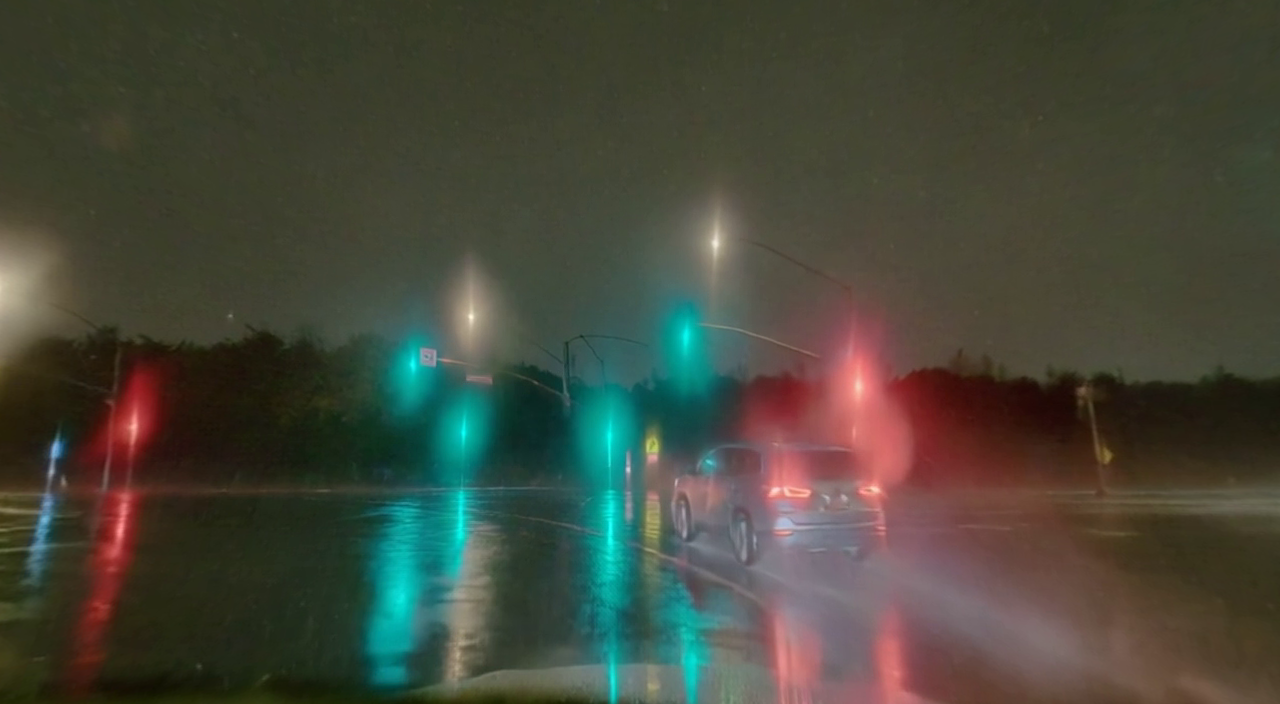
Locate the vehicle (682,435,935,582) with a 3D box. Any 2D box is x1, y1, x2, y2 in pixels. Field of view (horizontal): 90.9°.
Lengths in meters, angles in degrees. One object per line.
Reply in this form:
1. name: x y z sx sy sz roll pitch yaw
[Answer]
1. vehicle: 2.155 2.126 9.524 1.938 1.648 4.211 2 -9 -12
